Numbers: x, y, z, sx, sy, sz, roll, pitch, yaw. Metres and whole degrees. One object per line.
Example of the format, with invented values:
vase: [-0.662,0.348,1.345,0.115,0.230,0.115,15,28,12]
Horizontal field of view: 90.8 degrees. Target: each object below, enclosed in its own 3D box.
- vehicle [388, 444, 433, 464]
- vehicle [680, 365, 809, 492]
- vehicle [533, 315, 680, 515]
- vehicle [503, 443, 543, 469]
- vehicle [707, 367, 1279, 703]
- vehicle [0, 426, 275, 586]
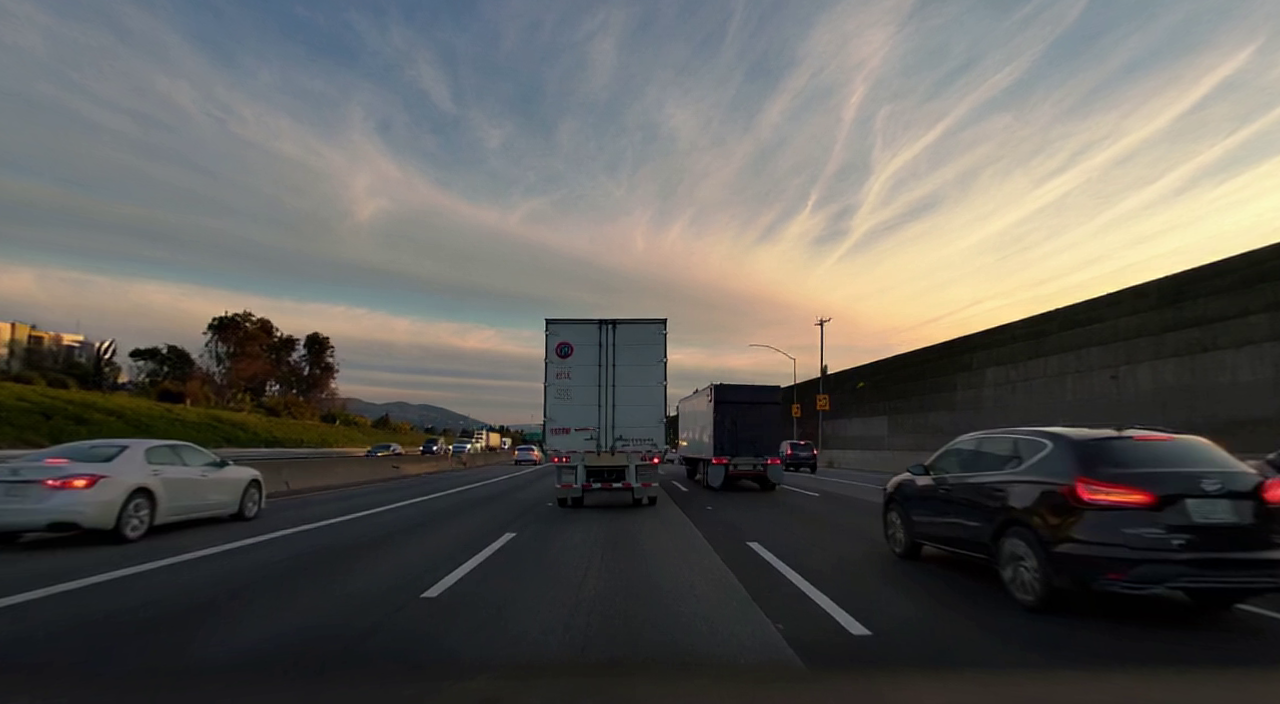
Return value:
vehicle: [-17.395,7.748,48.111,1.918,1.450,4.441,0,-9,-3]
vehicle: [3.158,2.734,21.776,2.669,3.491,8.645,0,-9,-2]
vehicle: [-0.715,2.037,18.169,2.906,4.040,10.743,0,-9,0]
vehicle: [-8.289,7.442,45.247,2.088,1.726,4.545,0,-9,-2]
vehicle: [3.424,2.136,10.267,2.869,1.940,14.755,0,-9,-1]
vehicle: [-6.958,1.739,7.855,1.973,1.471,4.779,0,-9,0]
